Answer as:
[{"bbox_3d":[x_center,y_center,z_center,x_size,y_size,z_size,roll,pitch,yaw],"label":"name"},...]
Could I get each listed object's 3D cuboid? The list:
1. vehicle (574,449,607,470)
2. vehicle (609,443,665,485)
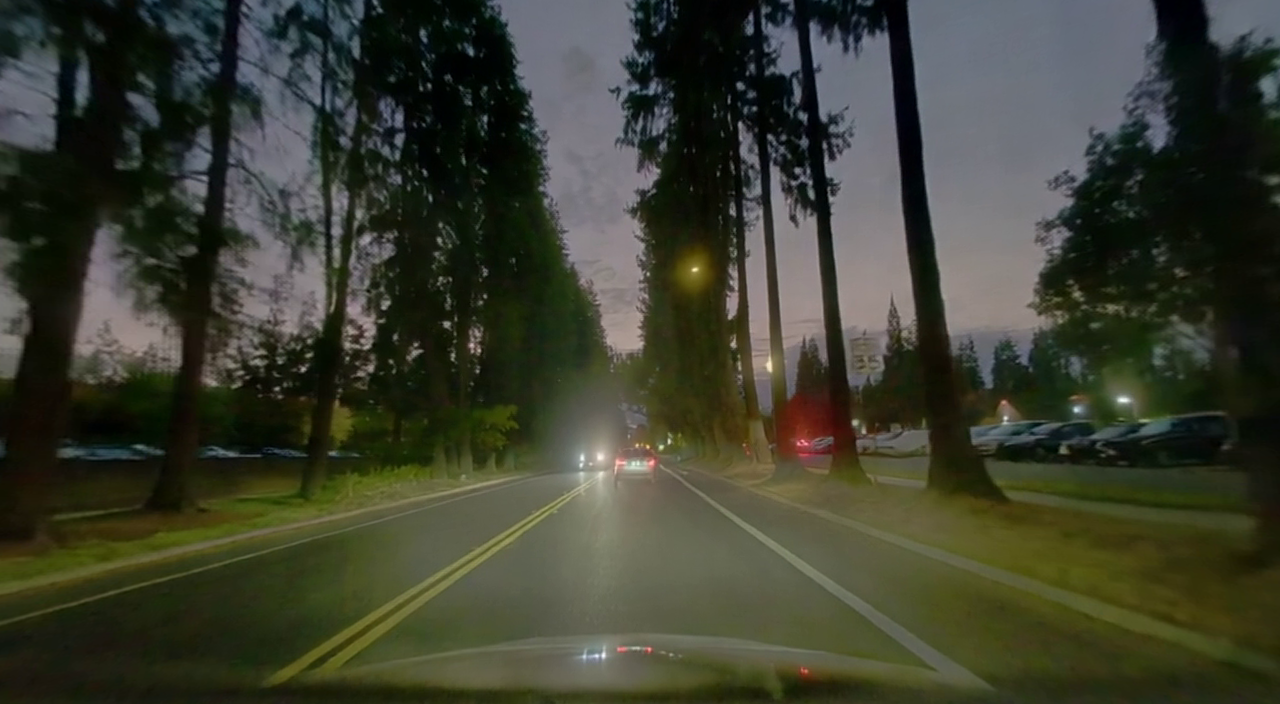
[{"bbox_3d":[-3.658,8.126,47.811,2.028,1.464,4.602,-1,-9,1],"label":"vehicle"},{"bbox_3d":[-0.110,4.628,26.322,2.152,1.574,4.223,0,-9,0],"label":"vehicle"}]
